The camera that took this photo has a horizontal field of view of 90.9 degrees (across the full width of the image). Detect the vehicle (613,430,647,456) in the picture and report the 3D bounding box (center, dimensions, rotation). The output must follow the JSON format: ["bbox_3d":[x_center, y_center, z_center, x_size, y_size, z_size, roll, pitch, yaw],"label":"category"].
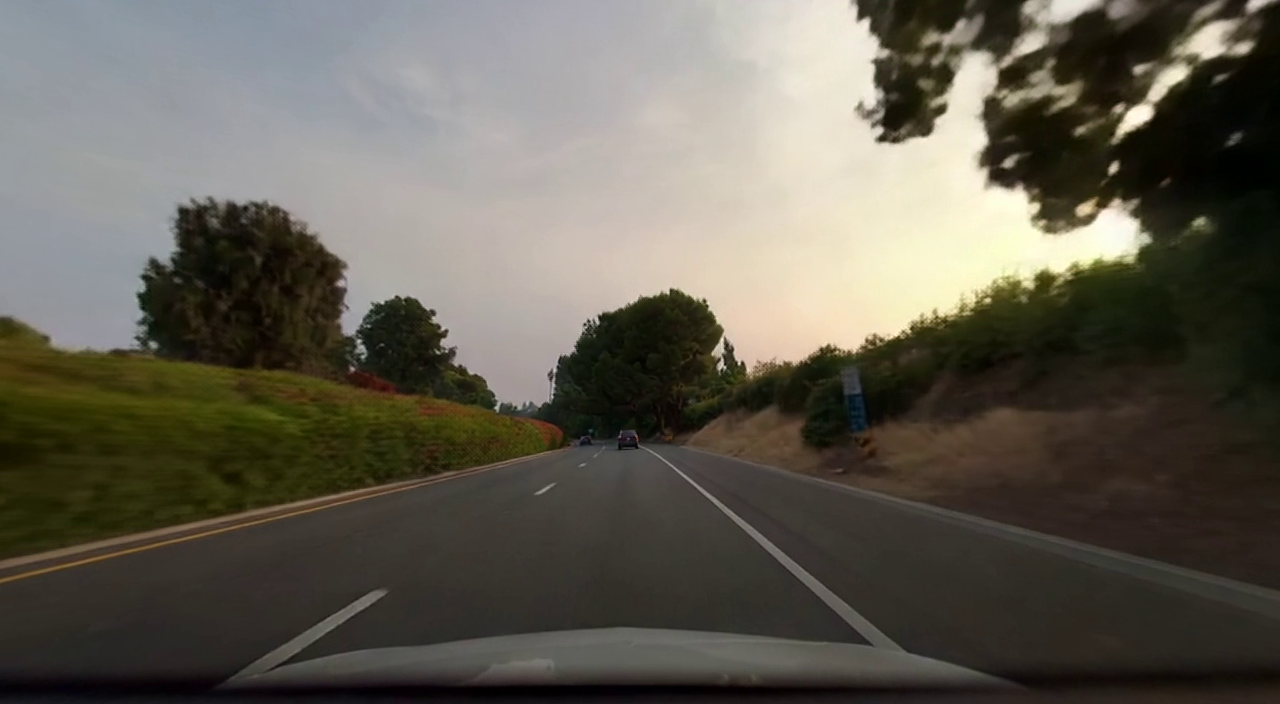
[{"bbox_3d":[-0.684,5.831,40.509,2.041,1.618,3.898,0,-8,-2],"label":"vehicle"}]
